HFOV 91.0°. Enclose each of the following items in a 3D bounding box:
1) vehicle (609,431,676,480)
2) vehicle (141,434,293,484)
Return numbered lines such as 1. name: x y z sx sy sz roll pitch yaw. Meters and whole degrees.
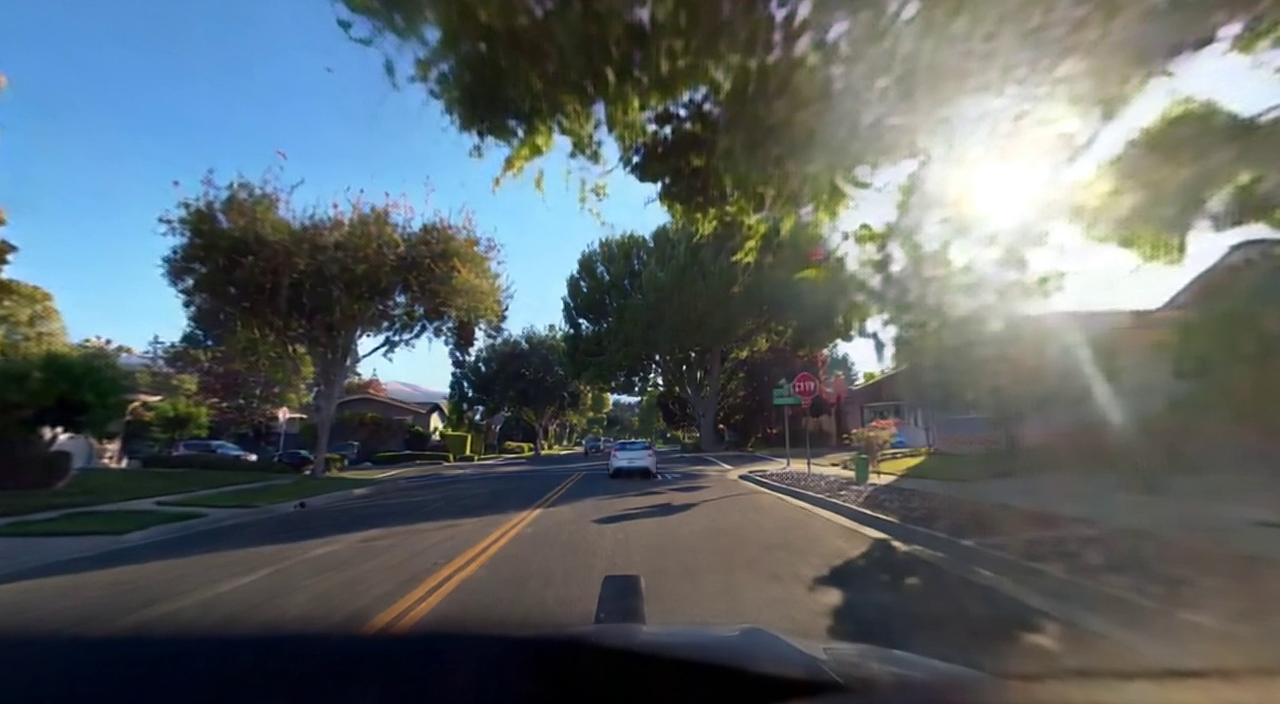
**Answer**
1. vehicle: 0.004 3.474 21.312 2.043 1.484 4.340 0 -8 -2
2. vehicle: -20.835 5.299 31.232 5.796 1.946 2.391 -4 -10 -3
